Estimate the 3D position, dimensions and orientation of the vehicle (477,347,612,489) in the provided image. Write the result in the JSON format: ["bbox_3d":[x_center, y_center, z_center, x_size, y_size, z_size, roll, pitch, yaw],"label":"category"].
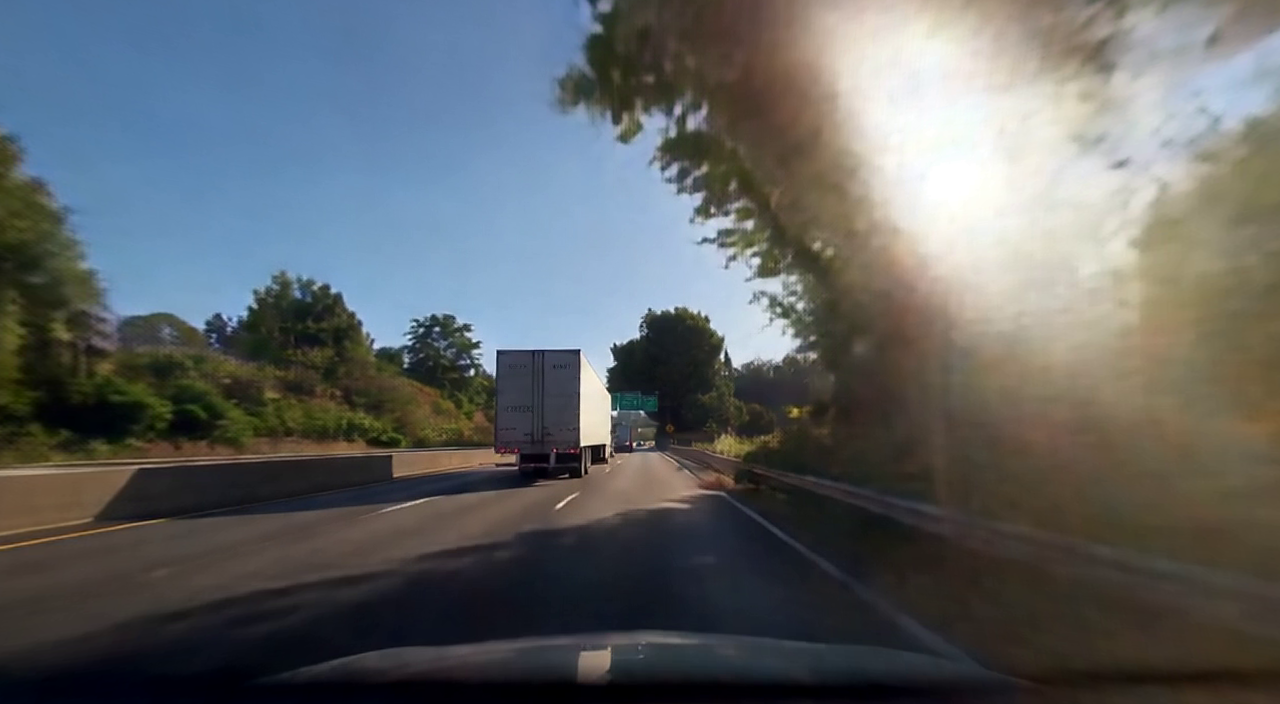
[{"bbox_3d":[-3.048,2.896,25.156,2.947,4.051,14.256,0,-8,1],"label":"vehicle"}]
